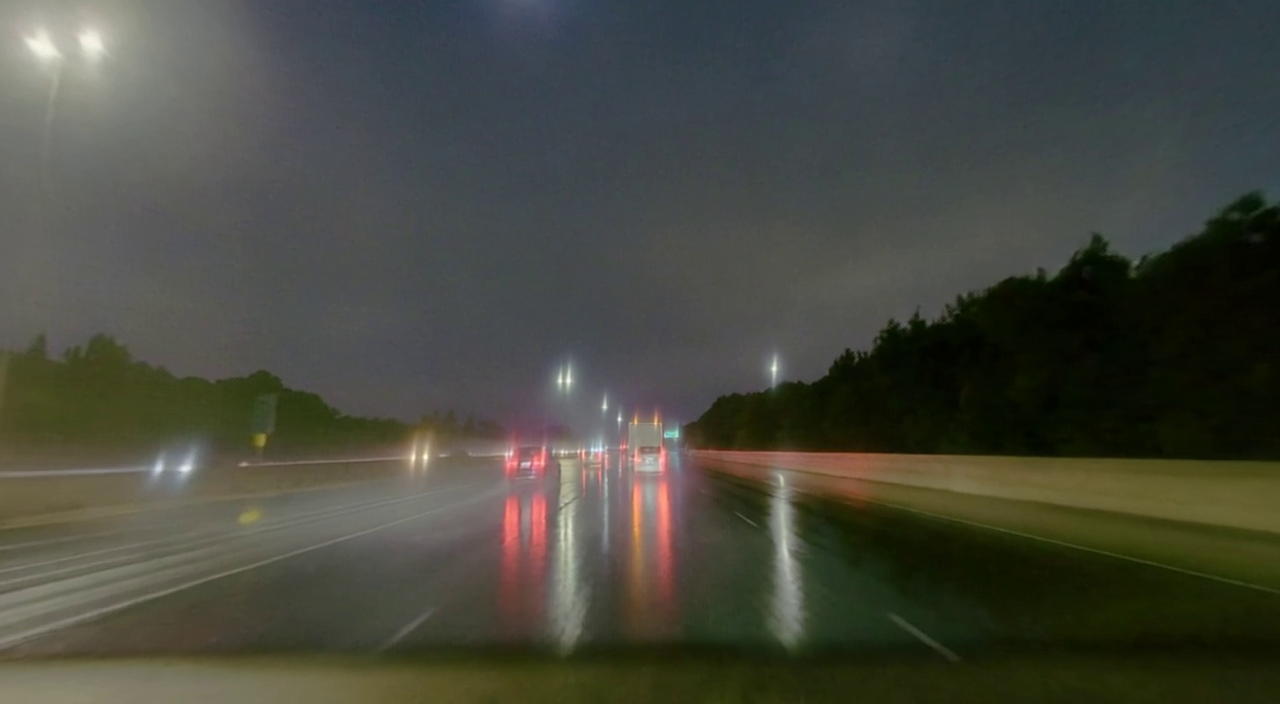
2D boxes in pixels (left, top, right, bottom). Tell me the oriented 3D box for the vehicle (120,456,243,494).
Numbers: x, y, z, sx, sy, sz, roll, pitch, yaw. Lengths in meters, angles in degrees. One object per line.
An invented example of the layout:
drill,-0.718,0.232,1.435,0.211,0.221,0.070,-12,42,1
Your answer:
vehicle,-20.335,5.437,28.087,1.921,1.485,4.671,0,-9,1

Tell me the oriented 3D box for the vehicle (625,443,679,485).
vehicle,0.415,4.479,25.367,2.015,1.526,4.286,0,-9,-1

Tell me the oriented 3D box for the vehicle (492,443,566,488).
vehicle,-4.068,4.234,23.672,1.940,1.502,4.463,0,-9,1
